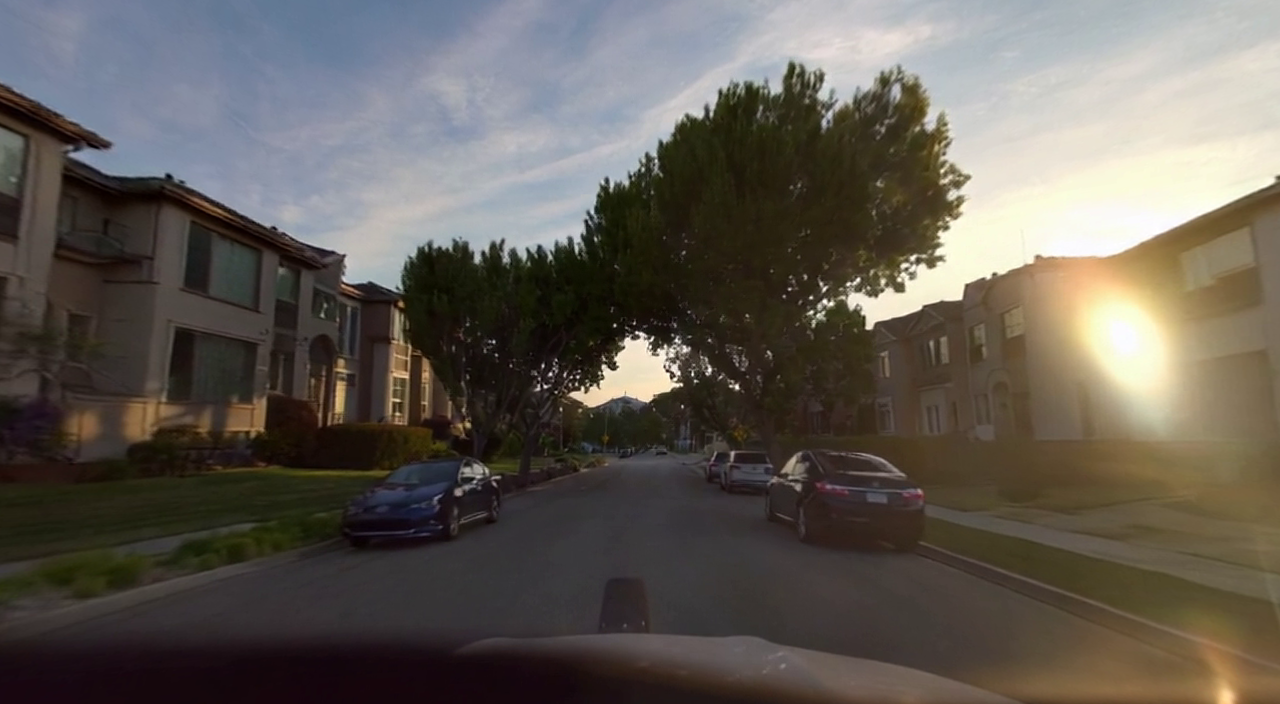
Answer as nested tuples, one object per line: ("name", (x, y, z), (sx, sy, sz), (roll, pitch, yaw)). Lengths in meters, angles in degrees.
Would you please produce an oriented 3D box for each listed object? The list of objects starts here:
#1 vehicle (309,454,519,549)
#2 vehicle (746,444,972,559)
("vehicle", (-3.681, 2.497, 11.211), (1.995, 1.330, 4.080), (-1, -9, 4))
("vehicle", (3.288, 2.360, 10.864), (2.000, 1.456, 5.251), (0, -9, 0))
